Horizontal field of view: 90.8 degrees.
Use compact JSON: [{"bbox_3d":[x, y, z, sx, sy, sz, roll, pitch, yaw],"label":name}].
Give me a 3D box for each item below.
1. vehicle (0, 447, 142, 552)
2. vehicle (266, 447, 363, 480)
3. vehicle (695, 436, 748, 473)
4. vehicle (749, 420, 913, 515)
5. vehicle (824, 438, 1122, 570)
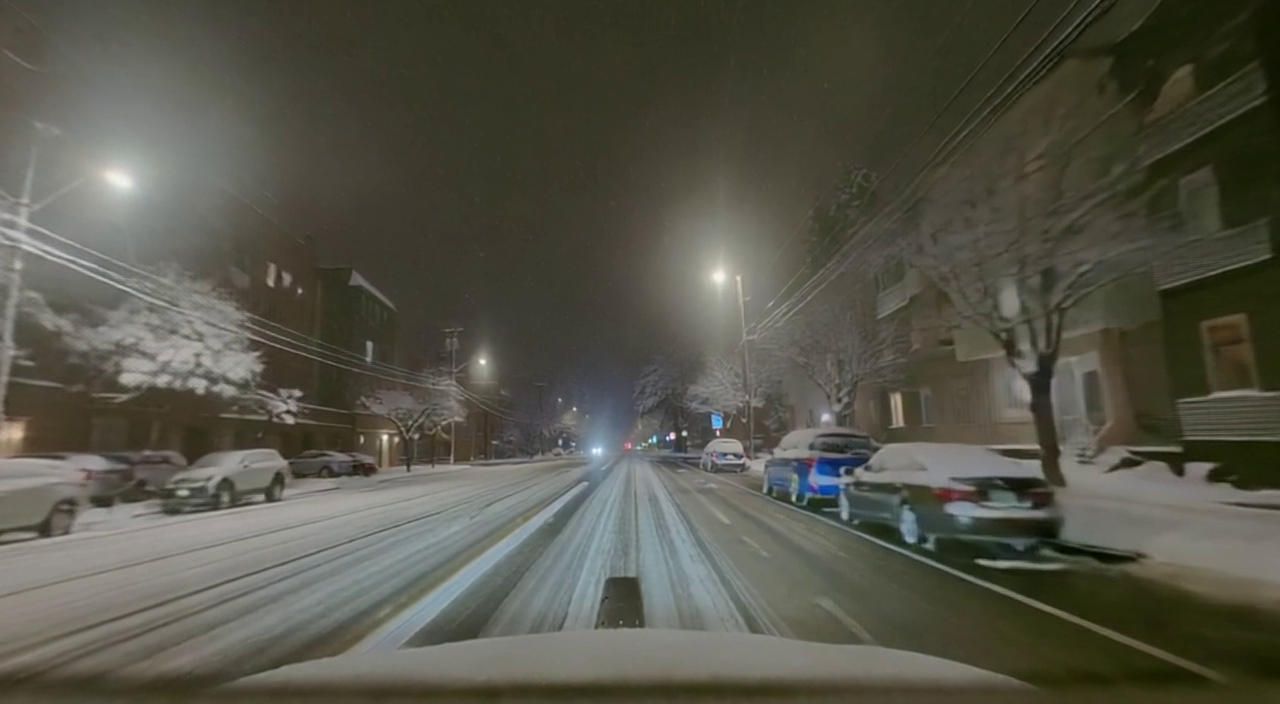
[{"bbox_3d":[-12.687,2.833,12.116,2.149,1.865,5.247,-2,-8,-2],"label":"vehicle"},{"bbox_3d":[-18.479,6.353,36.076,4.397,1.768,1.956,1,-9,-4],"label":"vehicle"},{"bbox_3d":[4.327,5.542,34.442,2.052,1.859,4.778,1,-9,-3],"label":"vehicle"},{"bbox_3d":[4.516,2.863,16.199,2.254,1.968,5.838,0,-9,-1],"label":"vehicle"},{"bbox_3d":[4.532,2.104,9.653,1.923,1.493,4.628,0,-9,-1],"label":"vehicle"}]
